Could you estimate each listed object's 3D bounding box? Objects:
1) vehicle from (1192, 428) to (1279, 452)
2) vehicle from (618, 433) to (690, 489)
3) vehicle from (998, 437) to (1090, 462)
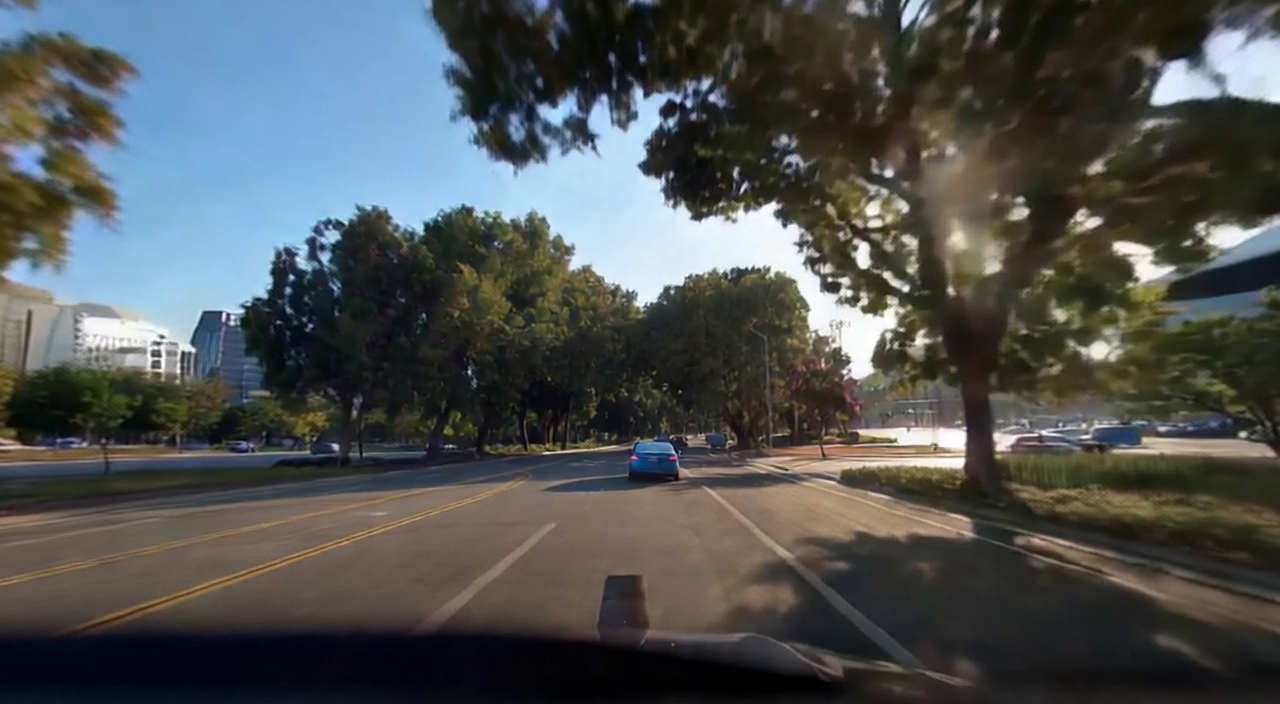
[{"bbox_3d":[42.839,6.335,45.344,4.324,1.411,1.882,-4,-9,1],"label":"vehicle"},{"bbox_3d":[0.404,3.319,19.497,2.010,1.535,3.735,0,-8,0],"label":"vehicle"},{"bbox_3d":[25.162,6.096,39.410,4.305,1.457,1.885,-1,-8,7],"label":"vehicle"}]
